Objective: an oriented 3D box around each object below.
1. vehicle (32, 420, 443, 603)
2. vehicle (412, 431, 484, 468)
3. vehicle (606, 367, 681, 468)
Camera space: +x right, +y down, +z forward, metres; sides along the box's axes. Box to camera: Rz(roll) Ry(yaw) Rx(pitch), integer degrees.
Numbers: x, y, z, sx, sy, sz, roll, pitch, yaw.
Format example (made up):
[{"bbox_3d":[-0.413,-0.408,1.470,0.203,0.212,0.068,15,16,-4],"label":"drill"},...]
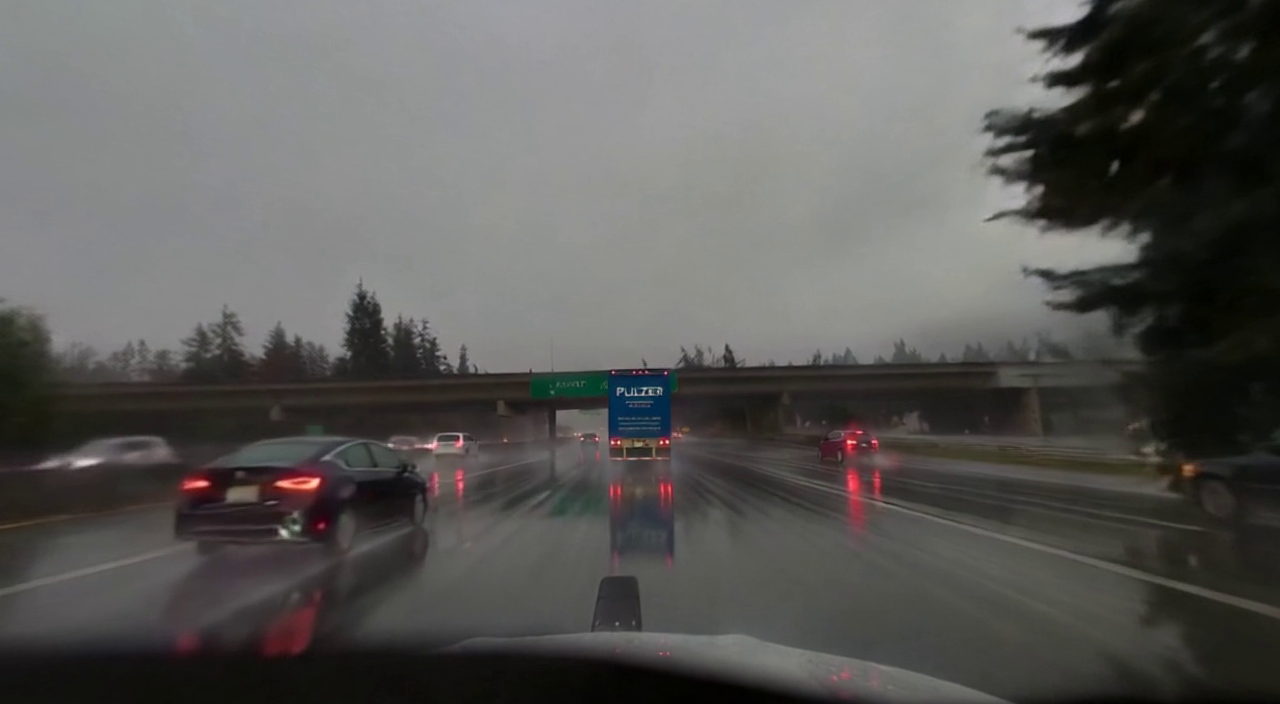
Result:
[{"bbox_3d":[-3.868,1.554,7.158,1.943,1.446,4.158,0,-8,0],"label":"vehicle"},{"bbox_3d":[-8.591,4.394,28.597,2.041,1.566,3.986,0,-8,0],"label":"vehicle"},{"bbox_3d":[-0.035,3.370,30.690,2.926,3.959,11.818,0,-8,-2],"label":"vehicle"}]
